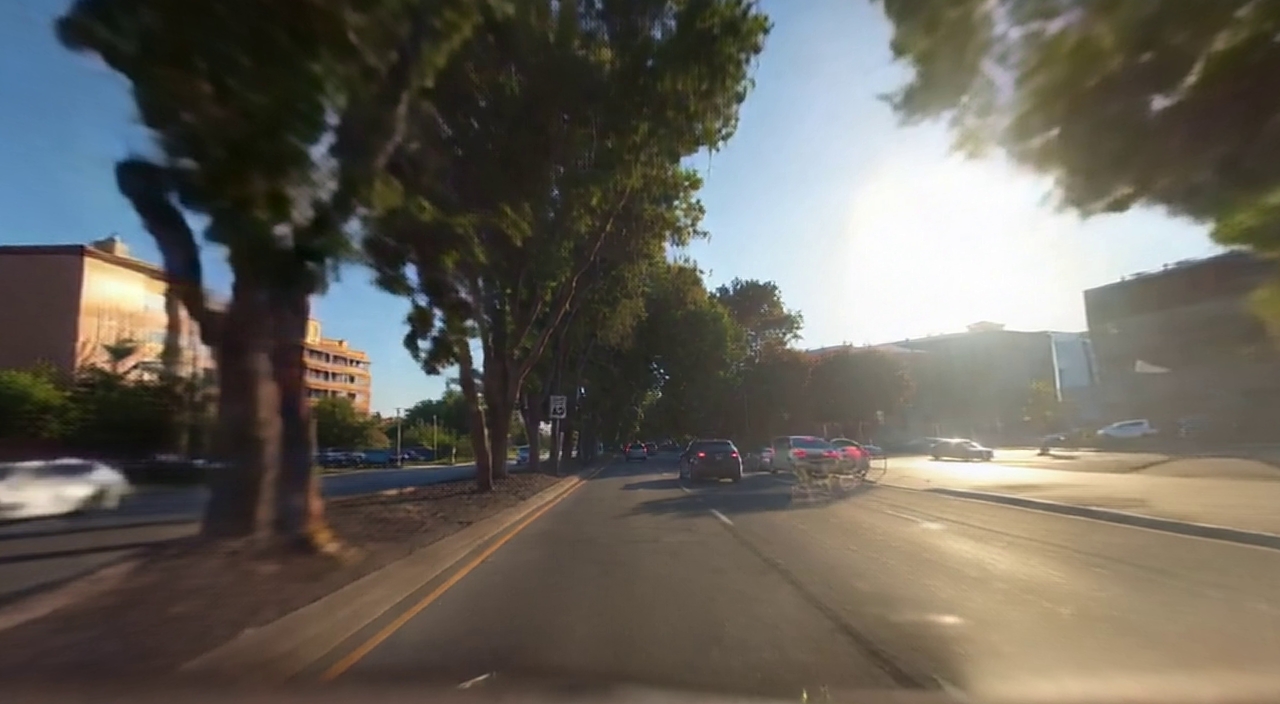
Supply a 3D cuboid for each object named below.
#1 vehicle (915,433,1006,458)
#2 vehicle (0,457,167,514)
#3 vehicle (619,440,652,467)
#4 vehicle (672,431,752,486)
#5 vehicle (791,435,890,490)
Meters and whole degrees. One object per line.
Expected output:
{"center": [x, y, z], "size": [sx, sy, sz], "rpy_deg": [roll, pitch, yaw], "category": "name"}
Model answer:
{"center": [20.442, 6.000, 40.401], "size": [4.608, 1.533, 2.193], "rpy_deg": [0, -9, -1], "category": "vehicle"}
{"center": [-18.280, 4.226, 20.526], "size": [2.129, 1.531, 4.696], "rpy_deg": [0, -9, 1], "category": "vehicle"}
{"center": [-0.281, 6.793, 42.414], "size": [2.132, 1.693, 3.819], "rpy_deg": [0, -9, 0], "category": "vehicle"}
{"center": [2.501, 3.880, 23.194], "size": [2.227, 1.794, 4.457], "rpy_deg": [1, -9, -3], "category": "vehicle"}
{"center": [6.839, 3.804, 22.114], "size": [2.025, 1.719, 4.161], "rpy_deg": [0, -9, -1], "category": "vehicle"}
